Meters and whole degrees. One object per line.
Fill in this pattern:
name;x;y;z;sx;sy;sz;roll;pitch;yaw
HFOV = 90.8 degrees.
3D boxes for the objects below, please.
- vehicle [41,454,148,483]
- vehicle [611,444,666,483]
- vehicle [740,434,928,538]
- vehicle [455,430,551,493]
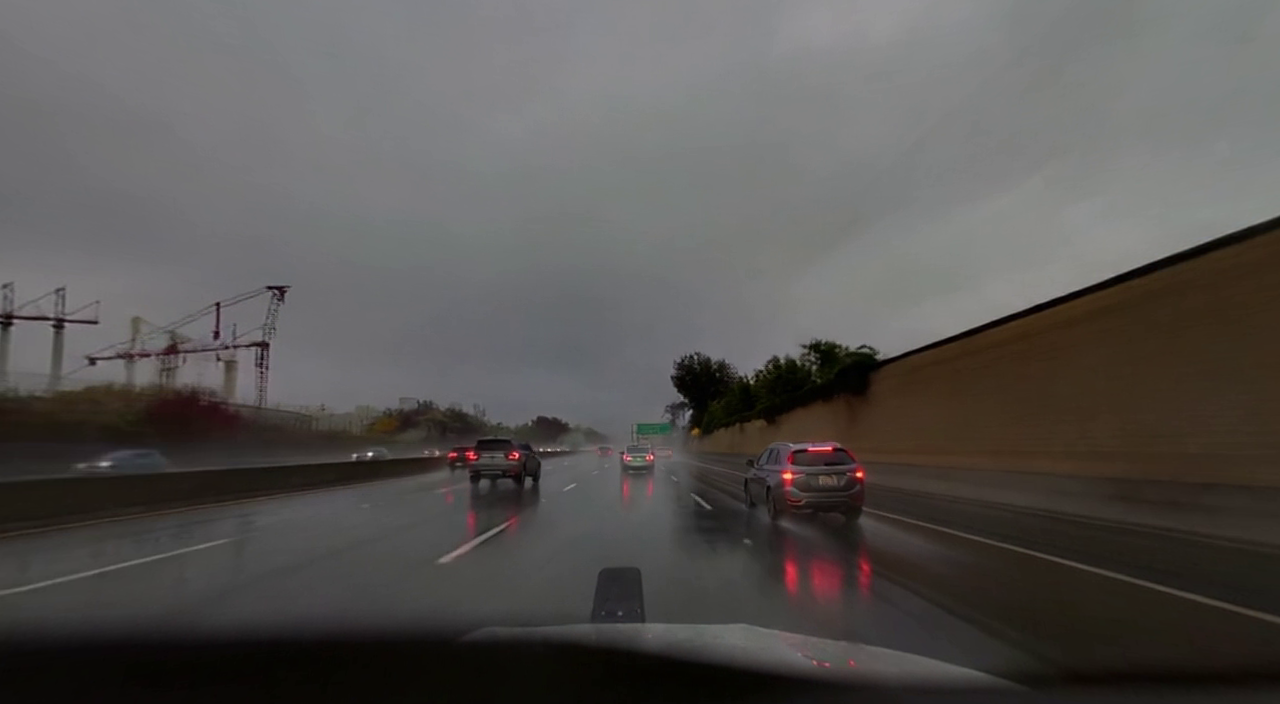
vehicle;-30.299;6.434;35.290;1.847;1.438;4.557;0;-8;1
vehicle;-0.097;4.474;25.703;2.045;1.452;4.040;0;-8;-1
vehicle;3.234;2.310;11.636;1.917;1.507;4.540;0;-8;-1
vehicle;-4.261;3.476;20.413;2.121;1.775;4.335;0;-8;0
